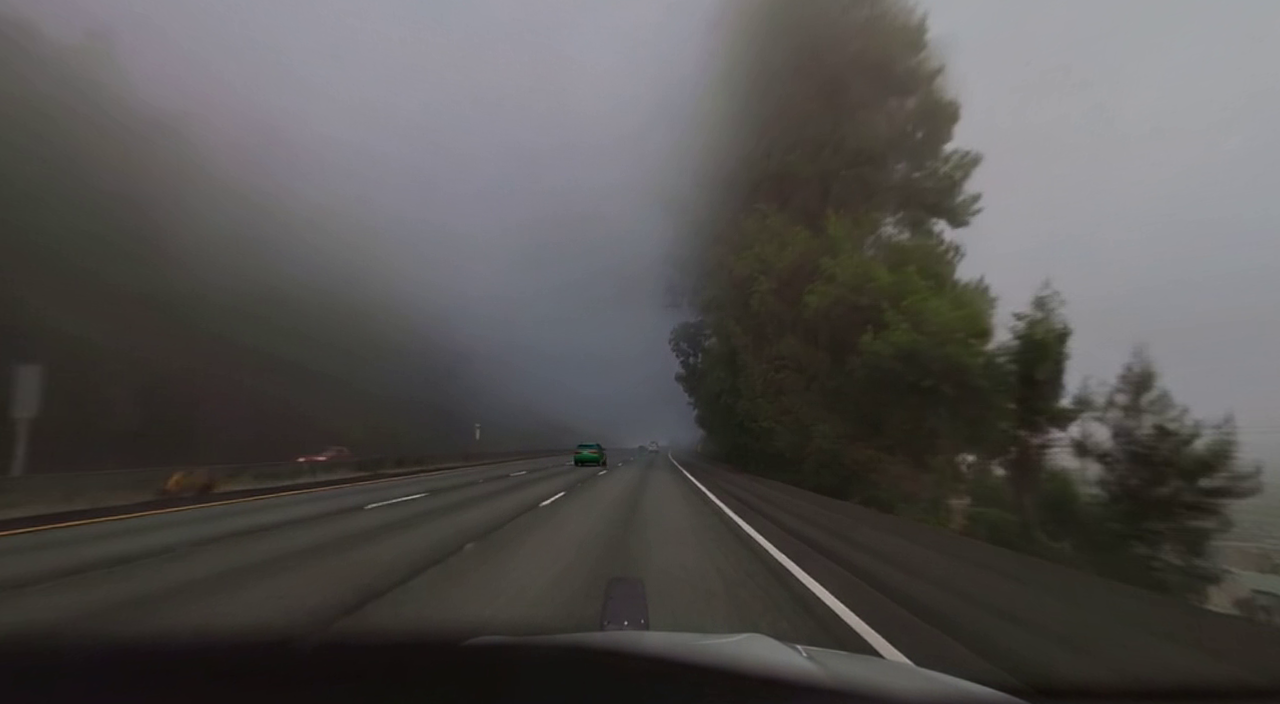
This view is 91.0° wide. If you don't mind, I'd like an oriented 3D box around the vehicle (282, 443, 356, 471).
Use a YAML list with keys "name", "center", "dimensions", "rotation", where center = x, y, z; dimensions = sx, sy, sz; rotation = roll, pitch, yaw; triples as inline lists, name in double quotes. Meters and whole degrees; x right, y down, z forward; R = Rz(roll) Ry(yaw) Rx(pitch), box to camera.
- name: "vehicle"
  center: [-18.593, 6.084, 36.670]
  dimensions: [1.916, 1.496, 4.271]
  rotation: [0, -8, 2]

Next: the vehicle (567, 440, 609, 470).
- name: "vehicle"
  center: [-2.905, 5.882, 36.147]
  dimensions: [2.015, 1.561, 4.469]
  rotation: [0, -8, 0]
